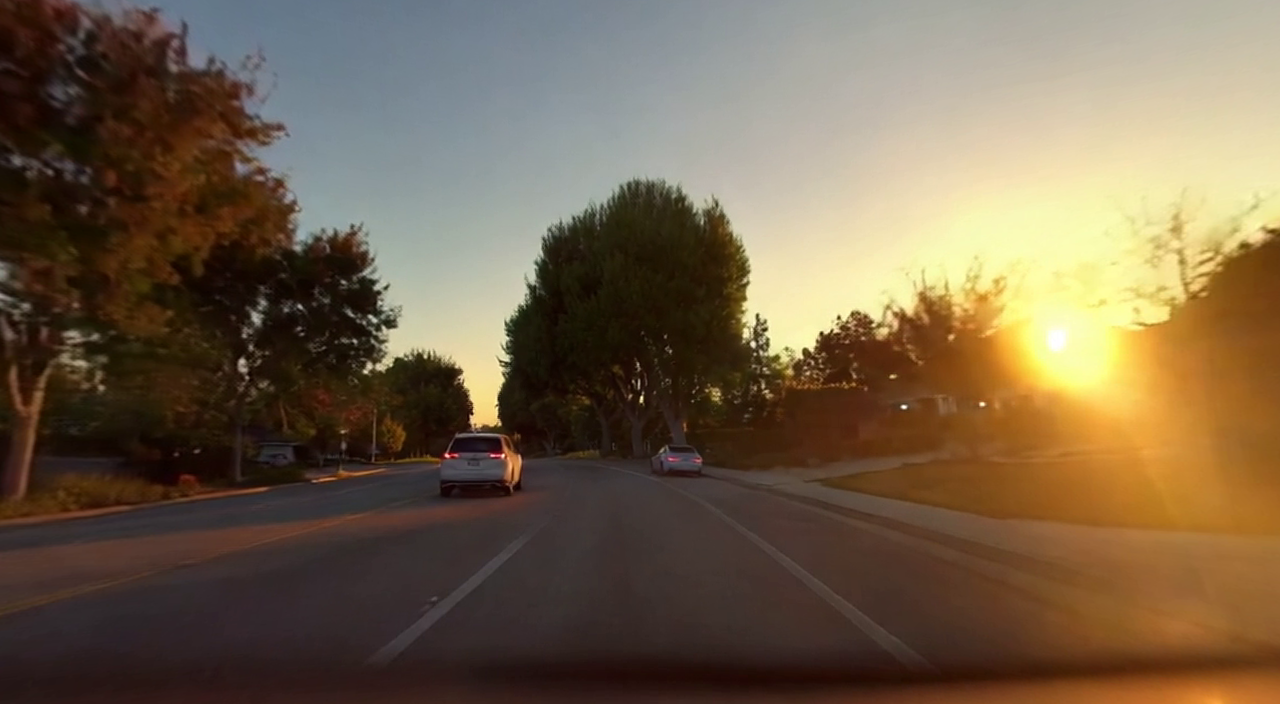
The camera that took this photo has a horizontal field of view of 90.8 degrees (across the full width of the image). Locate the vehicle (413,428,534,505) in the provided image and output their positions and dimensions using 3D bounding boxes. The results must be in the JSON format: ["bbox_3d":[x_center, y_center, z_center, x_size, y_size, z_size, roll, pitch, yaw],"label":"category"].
[{"bbox_3d":[-4.244,3.011,16.967,2.175,1.772,4.442,1,-9,-2],"label":"vehicle"}]

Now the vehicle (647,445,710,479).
[{"bbox_3d":[1.754,5.229,30.336,1.928,1.447,4.386,2,-9,-11],"label":"vehicle"}]
